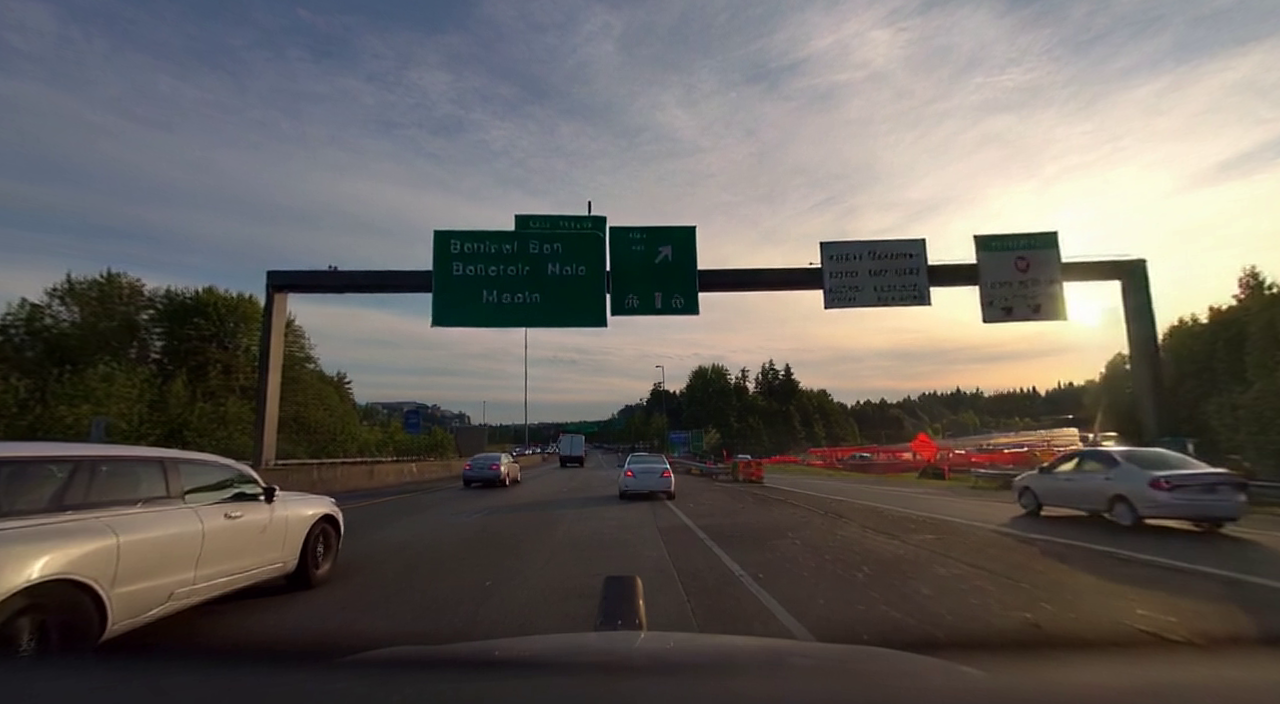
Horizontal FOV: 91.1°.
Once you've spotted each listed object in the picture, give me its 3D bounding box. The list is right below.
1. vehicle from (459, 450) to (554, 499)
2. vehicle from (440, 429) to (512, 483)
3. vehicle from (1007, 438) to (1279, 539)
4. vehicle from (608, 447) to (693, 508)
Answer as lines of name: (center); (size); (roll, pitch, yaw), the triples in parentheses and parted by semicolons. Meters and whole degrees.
vehicle: (-4.198, 3.926, 20.508); (2.063, 1.417, 4.000); (-1, -9, 2)
vehicle: (-7.552, 4.845, 29.553); (2.204, 2.295, 4.830); (0, -9, -2)
vehicle: (8.651, 2.312, 11.215); (1.935, 1.470, 3.589); (0, -9, -2)
vehicle: (0.262, 3.356, 17.205); (2.080, 1.451, 3.512); (0, -9, 0)
